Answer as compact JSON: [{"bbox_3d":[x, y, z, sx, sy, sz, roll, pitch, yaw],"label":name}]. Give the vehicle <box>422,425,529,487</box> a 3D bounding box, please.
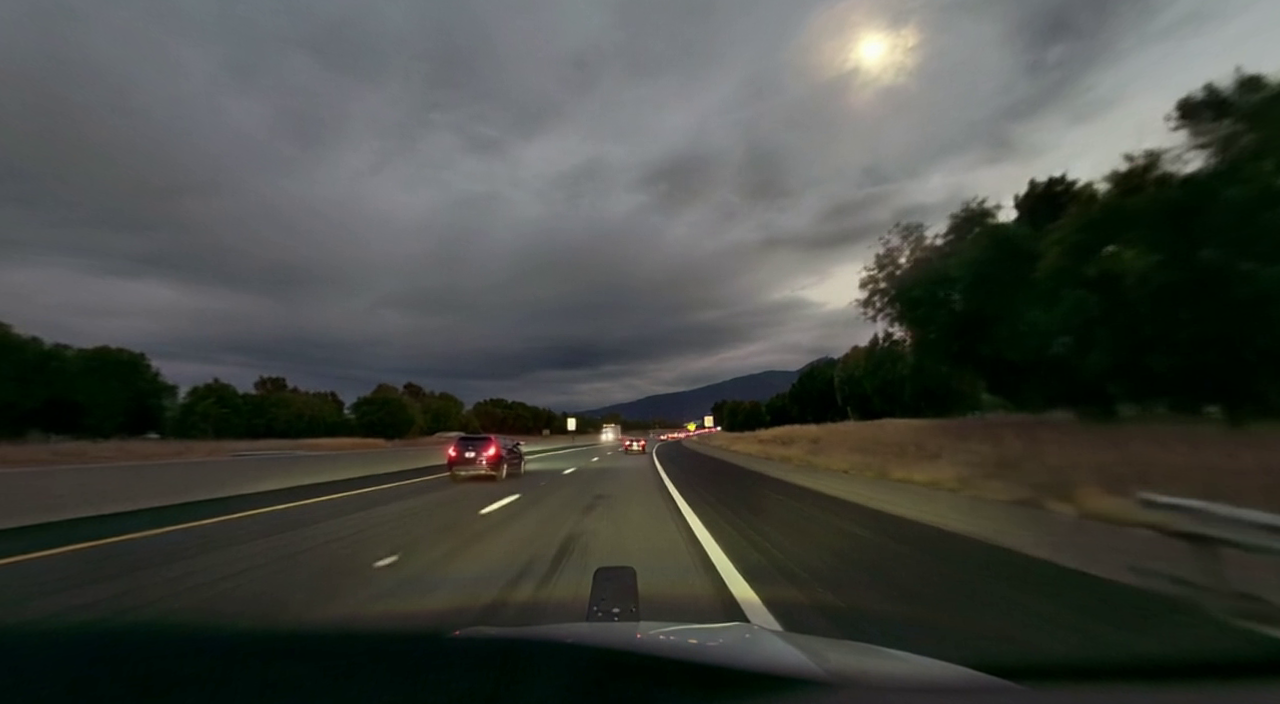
[{"bbox_3d":[-4.817,3.121,19.172,2.075,1.653,4.317,-1,-8,0],"label":"vehicle"}]
